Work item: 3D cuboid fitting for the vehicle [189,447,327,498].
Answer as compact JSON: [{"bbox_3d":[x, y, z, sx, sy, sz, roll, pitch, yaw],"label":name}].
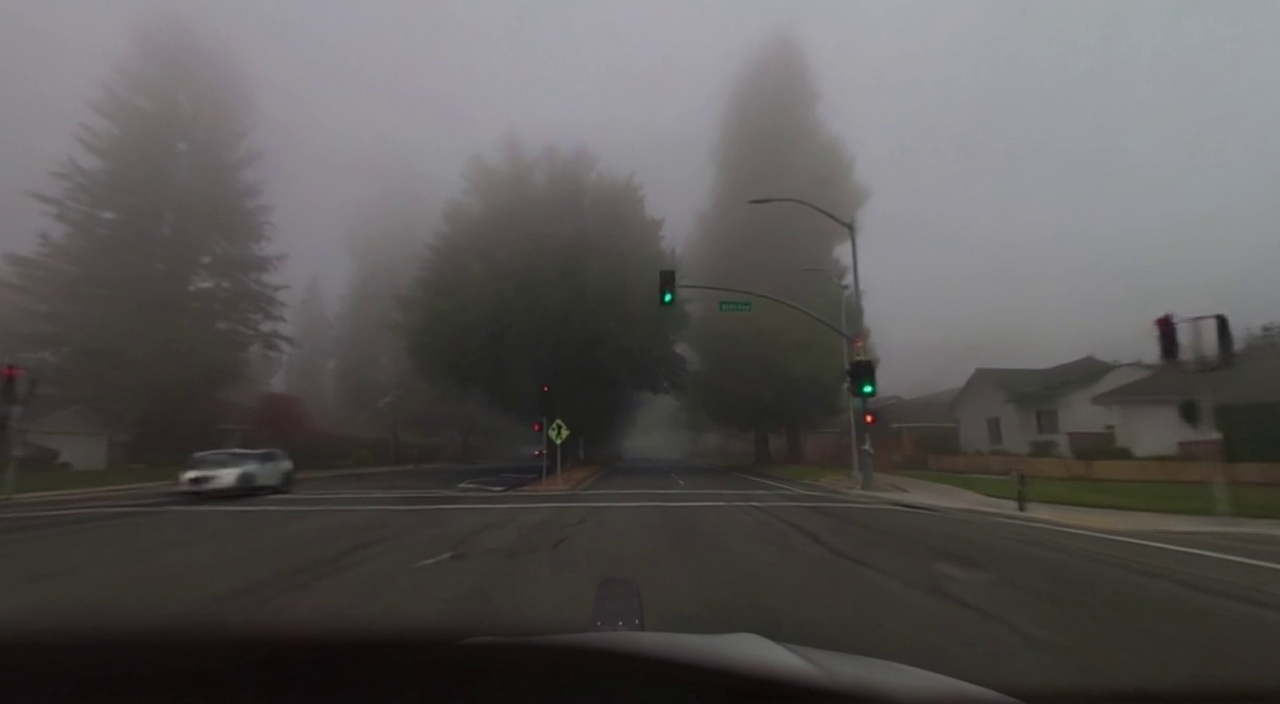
[{"bbox_3d":[-12.550,3.953,21.139,1.932,1.500,4.260,0,-8,0],"label":"vehicle"}]
